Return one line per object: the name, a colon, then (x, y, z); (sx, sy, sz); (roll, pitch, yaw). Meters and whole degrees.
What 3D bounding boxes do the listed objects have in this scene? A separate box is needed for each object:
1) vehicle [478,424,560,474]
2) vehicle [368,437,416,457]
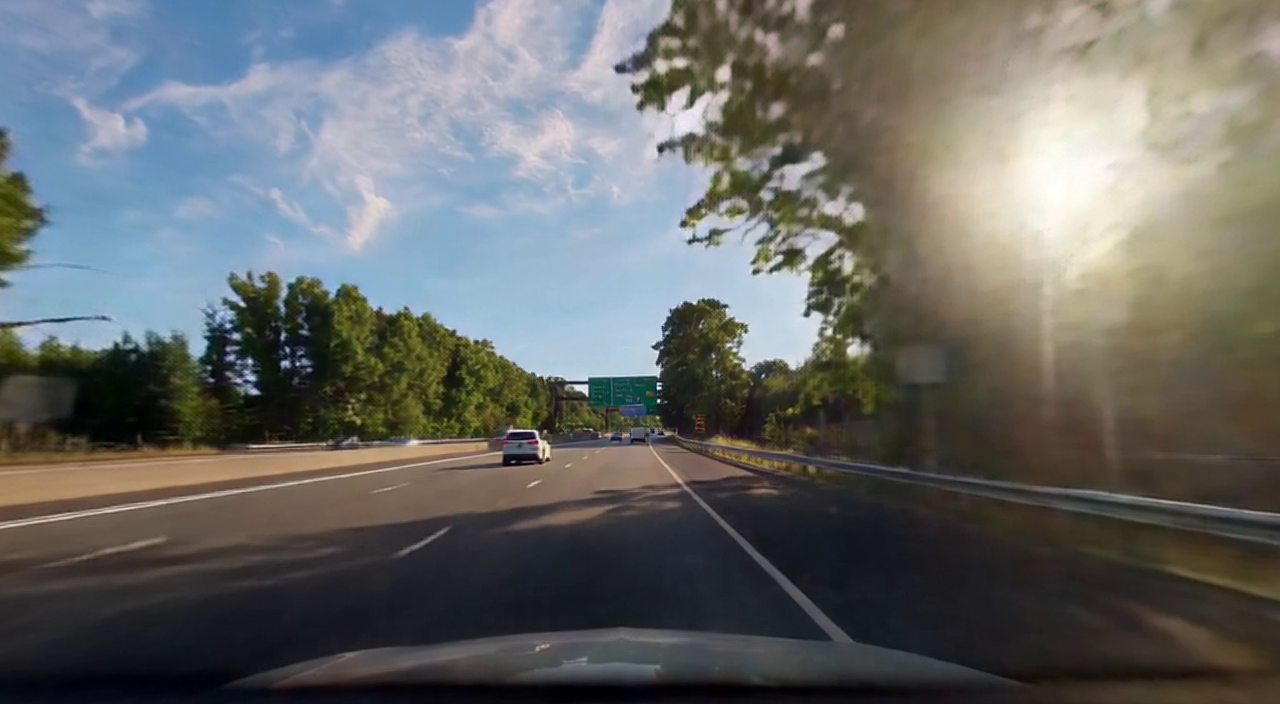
vehicle: (-4.249, 3.471, 22.934); (2.052, 1.626, 4.514); (0, -7, 1)
vehicle: (-19.481, 7.456, 49.693); (1.803, 1.464, 4.532); (0, -7, 1)
